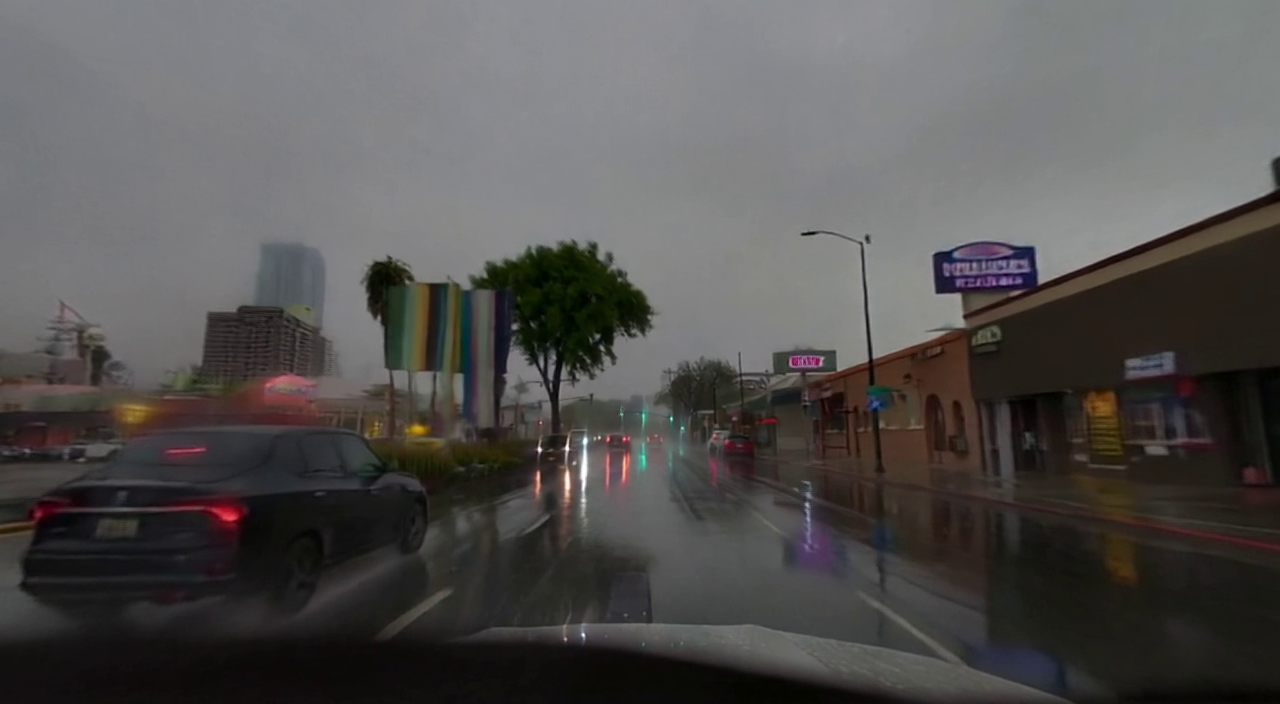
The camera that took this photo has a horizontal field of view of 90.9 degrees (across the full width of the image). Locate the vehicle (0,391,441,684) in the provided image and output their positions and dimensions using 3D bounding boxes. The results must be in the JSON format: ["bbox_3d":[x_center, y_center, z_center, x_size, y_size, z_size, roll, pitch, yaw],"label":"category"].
[{"bbox_3d":[-3.535,1.284,5.560,2.032,1.511,4.424,0,-8,1],"label":"vehicle"}]

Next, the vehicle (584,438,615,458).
[{"bbox_3d":[-3.092,7.470,49.239,2.044,1.462,4.624,0,-8,1],"label":"vehicle"}]

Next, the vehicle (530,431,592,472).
[{"bbox_3d":[-3.298,4.257,27.135,2.024,1.636,4.121,0,-8,1],"label":"vehicle"}]
